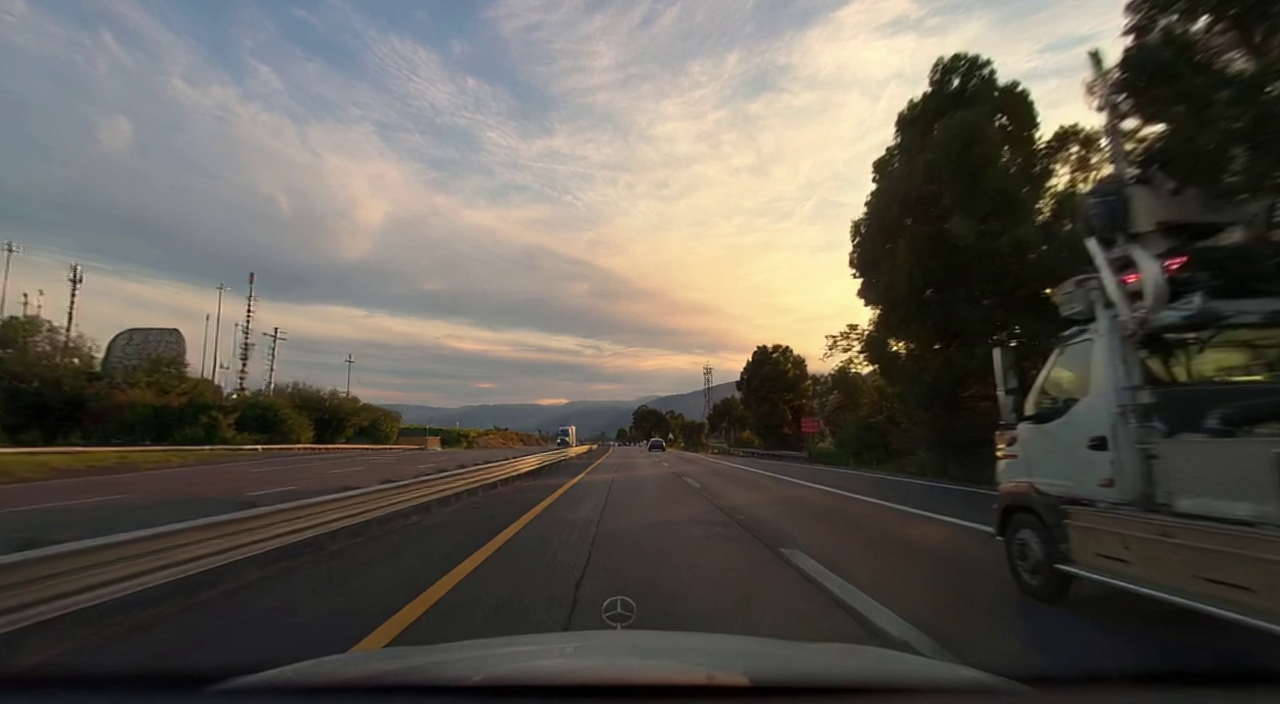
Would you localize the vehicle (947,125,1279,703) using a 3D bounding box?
[{"bbox_3d":[3.837,0.272,1.862,2.444,2.566,6.403,0,-8,-1],"label":"vehicle"}]
